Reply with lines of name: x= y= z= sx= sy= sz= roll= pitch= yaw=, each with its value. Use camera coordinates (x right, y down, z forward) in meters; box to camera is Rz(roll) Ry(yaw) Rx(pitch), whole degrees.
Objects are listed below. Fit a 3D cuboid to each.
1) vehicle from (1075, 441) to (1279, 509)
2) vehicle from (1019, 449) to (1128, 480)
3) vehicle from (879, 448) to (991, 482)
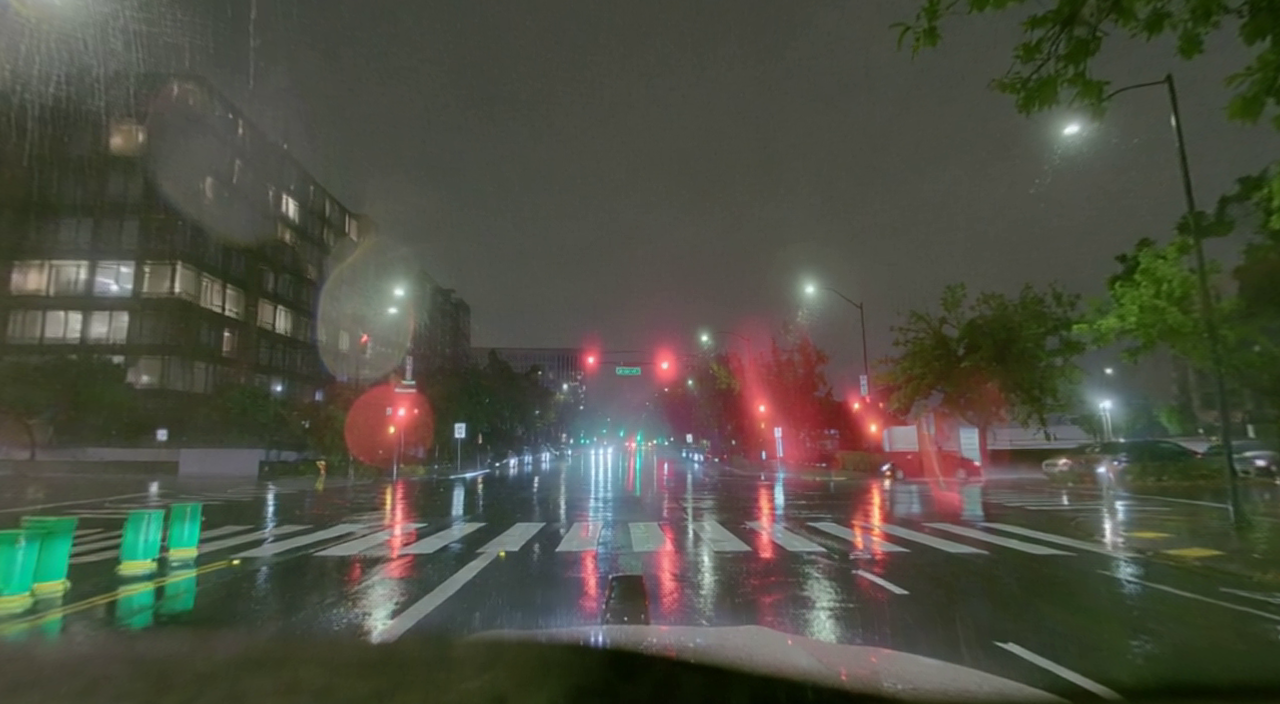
vehicle: x=12.995 y=2.793 z=14.558 sx=4.424 sy=1.436 sz=1.804 roll=0 pitch=-9 yaw=5
vehicle: x=22.371 y=5.806 z=32.637 sx=4.239 sy=1.472 sz=1.889 roll=0 pitch=-8 yaw=0
vehicle: x=14.029 y=5.382 z=30.193 sx=4.368 sy=1.522 sz=1.972 roll=-1 pitch=-8 yaw=5
